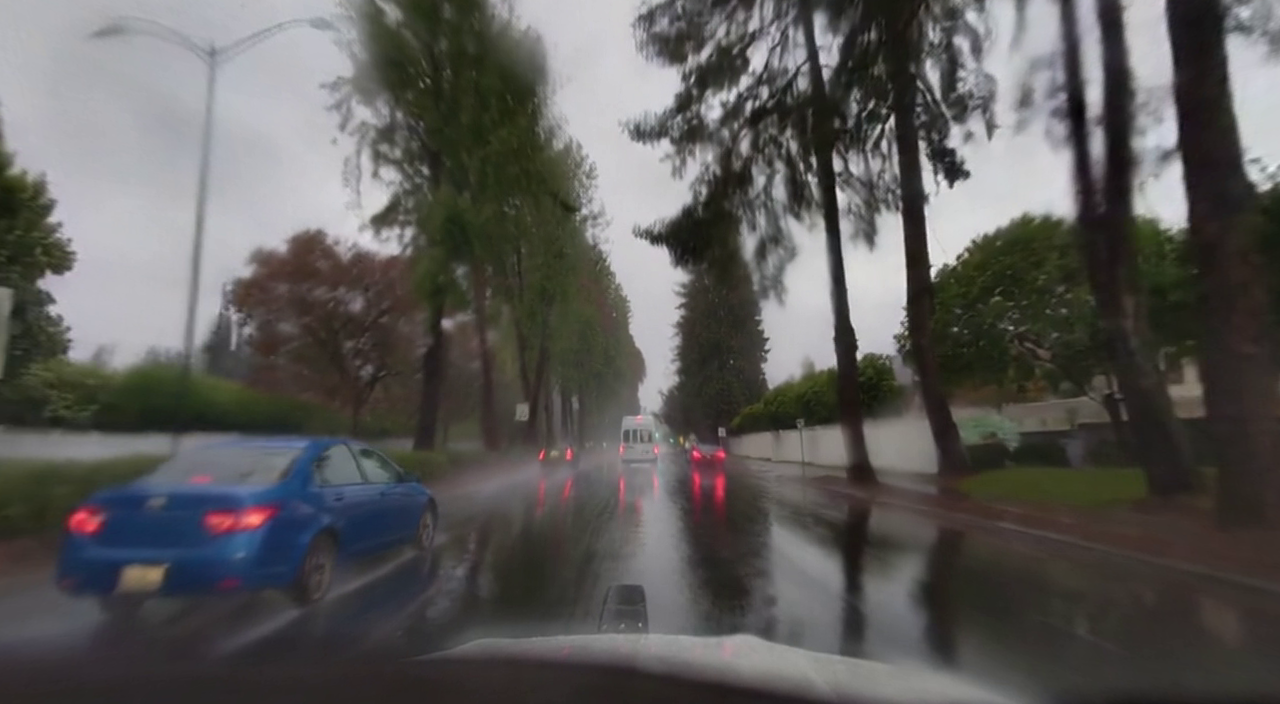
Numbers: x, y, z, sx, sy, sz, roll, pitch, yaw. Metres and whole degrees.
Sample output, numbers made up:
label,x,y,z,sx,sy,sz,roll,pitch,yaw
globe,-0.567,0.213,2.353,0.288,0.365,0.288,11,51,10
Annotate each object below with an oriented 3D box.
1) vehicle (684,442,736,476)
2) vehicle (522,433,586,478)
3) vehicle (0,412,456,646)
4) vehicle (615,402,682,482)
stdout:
label,x,y,z,sx,sy,sz,roll,pitch,yaw
vehicle,3.243,5.045,29.889,1.945,1.469,4.258,1,-8,-1
vehicle,-3.527,4.329,26.469,2.021,1.715,4.329,0,-8,1
vehicle,-3.618,1.475,6.410,2.036,1.474,4.647,1,-8,0
vehicle,0.186,3.546,24.756,2.311,2.726,5.814,1,-8,-2
